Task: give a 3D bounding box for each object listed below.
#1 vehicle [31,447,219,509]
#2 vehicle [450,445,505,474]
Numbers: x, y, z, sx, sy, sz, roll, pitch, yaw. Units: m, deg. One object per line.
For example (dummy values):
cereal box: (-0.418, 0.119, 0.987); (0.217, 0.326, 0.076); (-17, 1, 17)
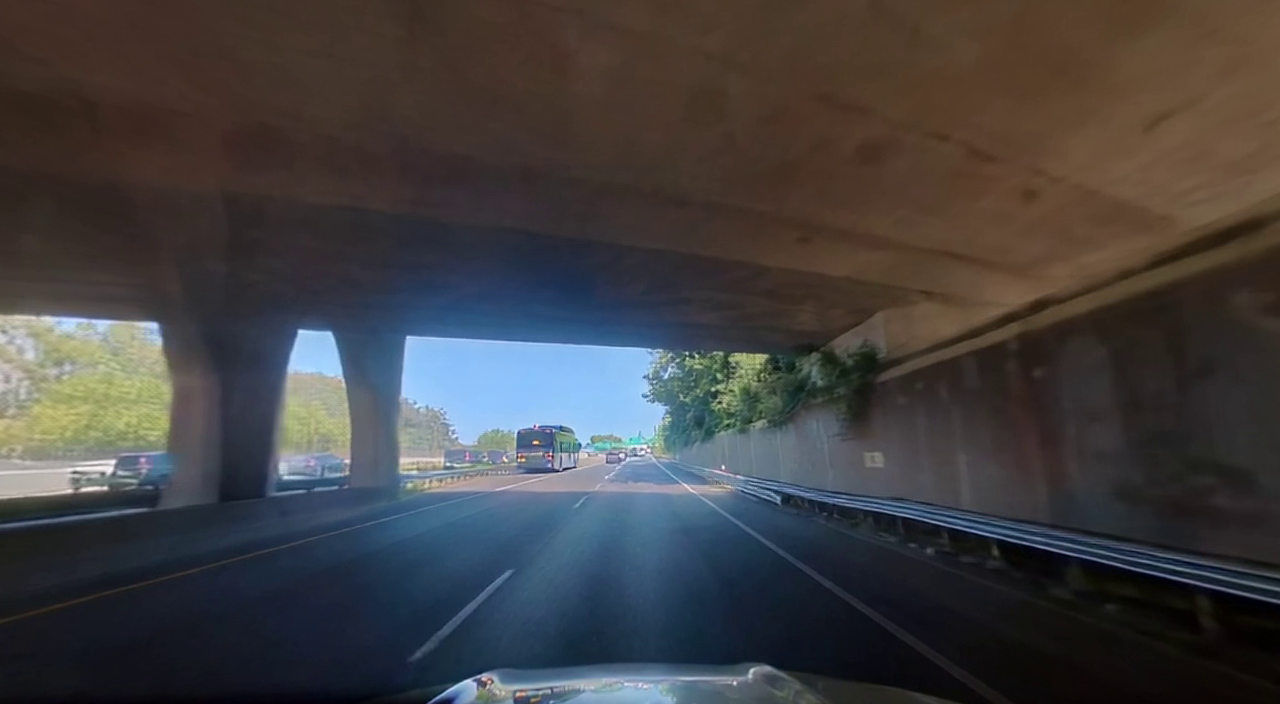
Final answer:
vehicle: (-13.795, 3.340, 17.249); (1.878, 1.470, 3.825); (0, -9, 0)
vehicle: (-9.510, 6.310, 37.359); (1.979, 1.600, 4.516); (0, -9, 1)
